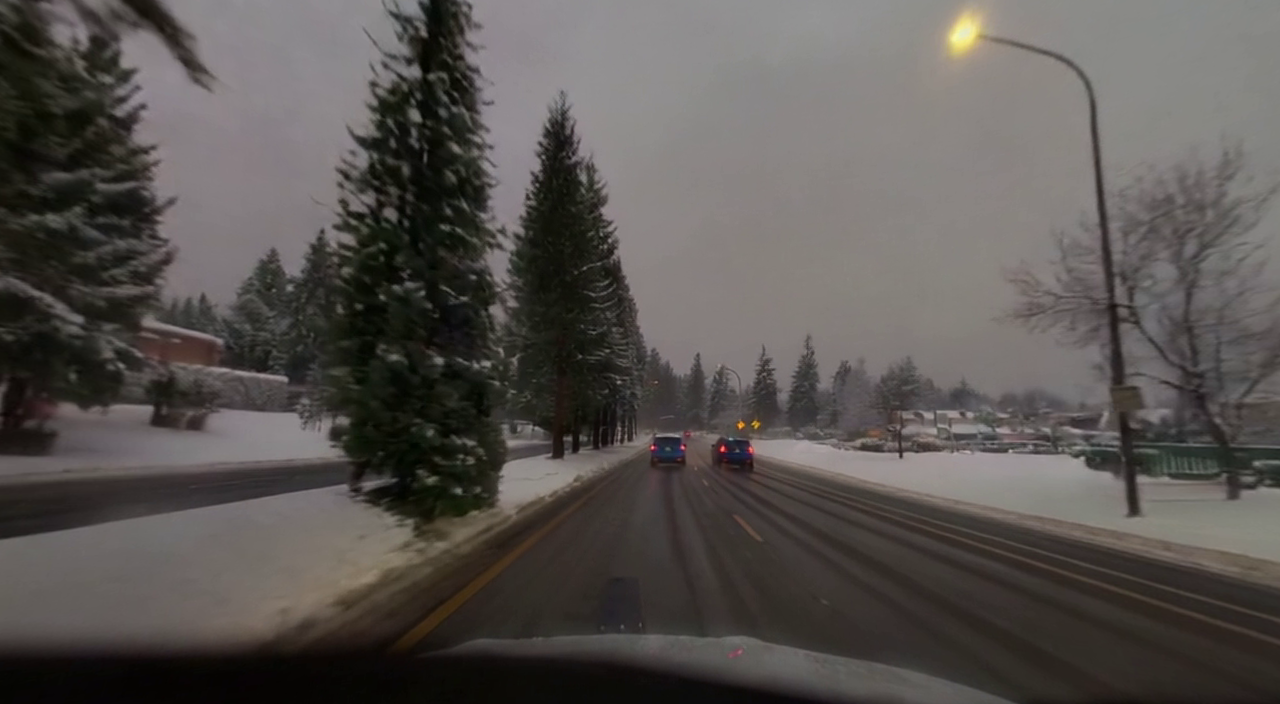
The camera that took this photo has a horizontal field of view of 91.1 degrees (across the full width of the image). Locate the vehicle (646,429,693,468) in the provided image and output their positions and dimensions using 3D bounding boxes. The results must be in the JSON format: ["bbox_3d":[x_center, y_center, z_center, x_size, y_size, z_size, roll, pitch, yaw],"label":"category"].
[{"bbox_3d":[1.448,4.907,31.987,2.251,1.822,4.391,0,-8,1],"label":"vehicle"}]

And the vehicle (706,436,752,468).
[{"bbox_3d":[4.835,5.477,34.529,1.971,1.663,4.287,0,-8,1],"label":"vehicle"}]
